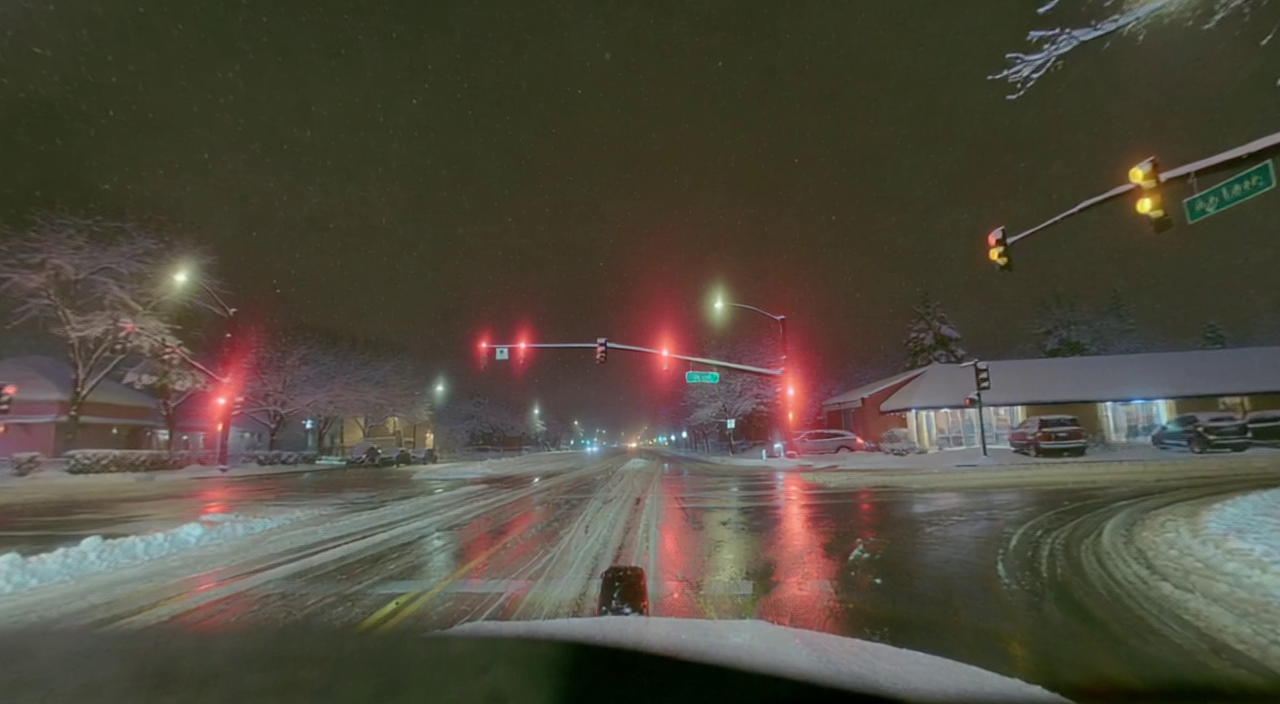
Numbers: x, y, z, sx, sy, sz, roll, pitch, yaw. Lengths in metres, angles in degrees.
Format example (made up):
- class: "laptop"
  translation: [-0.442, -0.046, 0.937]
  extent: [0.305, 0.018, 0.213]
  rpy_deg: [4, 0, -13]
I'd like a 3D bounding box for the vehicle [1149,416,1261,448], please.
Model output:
- class: "vehicle"
  translation: [28.272, 4.074, 31.724]
  extent: [1.799, 1.459, 4.266]
  rpy_deg: [-1, -8, 3]
